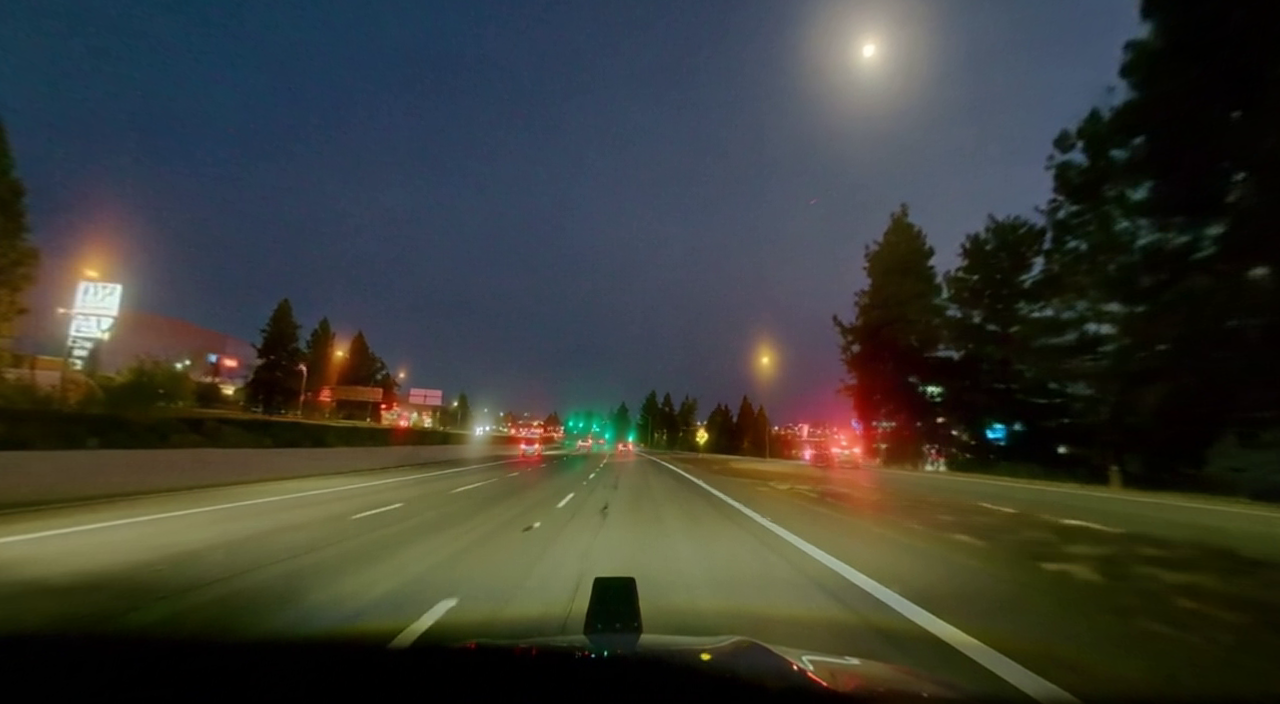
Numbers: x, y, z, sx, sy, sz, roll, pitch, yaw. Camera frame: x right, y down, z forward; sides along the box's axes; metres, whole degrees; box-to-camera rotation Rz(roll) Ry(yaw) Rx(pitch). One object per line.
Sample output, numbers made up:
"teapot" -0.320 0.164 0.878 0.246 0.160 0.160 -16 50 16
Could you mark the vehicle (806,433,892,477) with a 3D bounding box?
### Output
"vehicle" 9.323 4.616 28.531 2.023 1.782 4.193 1 -9 -7
